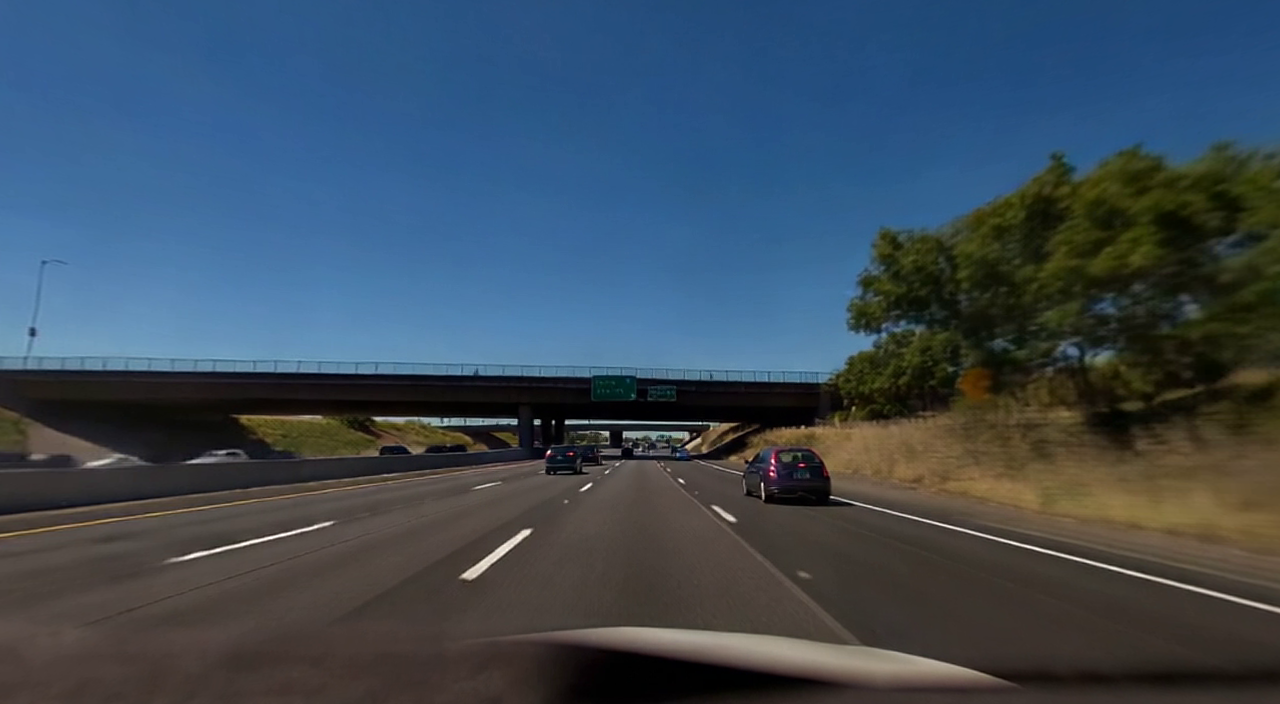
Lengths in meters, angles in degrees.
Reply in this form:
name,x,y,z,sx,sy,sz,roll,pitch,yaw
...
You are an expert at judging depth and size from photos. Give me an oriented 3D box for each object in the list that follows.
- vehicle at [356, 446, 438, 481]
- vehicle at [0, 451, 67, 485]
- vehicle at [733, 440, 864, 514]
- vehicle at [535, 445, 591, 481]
name,x,y,z,sx,sy,sz,roll,pitch,yaw
vehicle,-11.345,5.224,29.757,1.919,1.497,4.765,0,-9,1
vehicle,-31.467,5.703,31.198,1.859,1.580,4.528,0,-9,0
vehicle,3.675,2.994,15.542,2.079,1.535,4.316,0,-9,0
vehicle,-3.530,5.202,29.853,2.072,1.545,4.687,0,-9,0
